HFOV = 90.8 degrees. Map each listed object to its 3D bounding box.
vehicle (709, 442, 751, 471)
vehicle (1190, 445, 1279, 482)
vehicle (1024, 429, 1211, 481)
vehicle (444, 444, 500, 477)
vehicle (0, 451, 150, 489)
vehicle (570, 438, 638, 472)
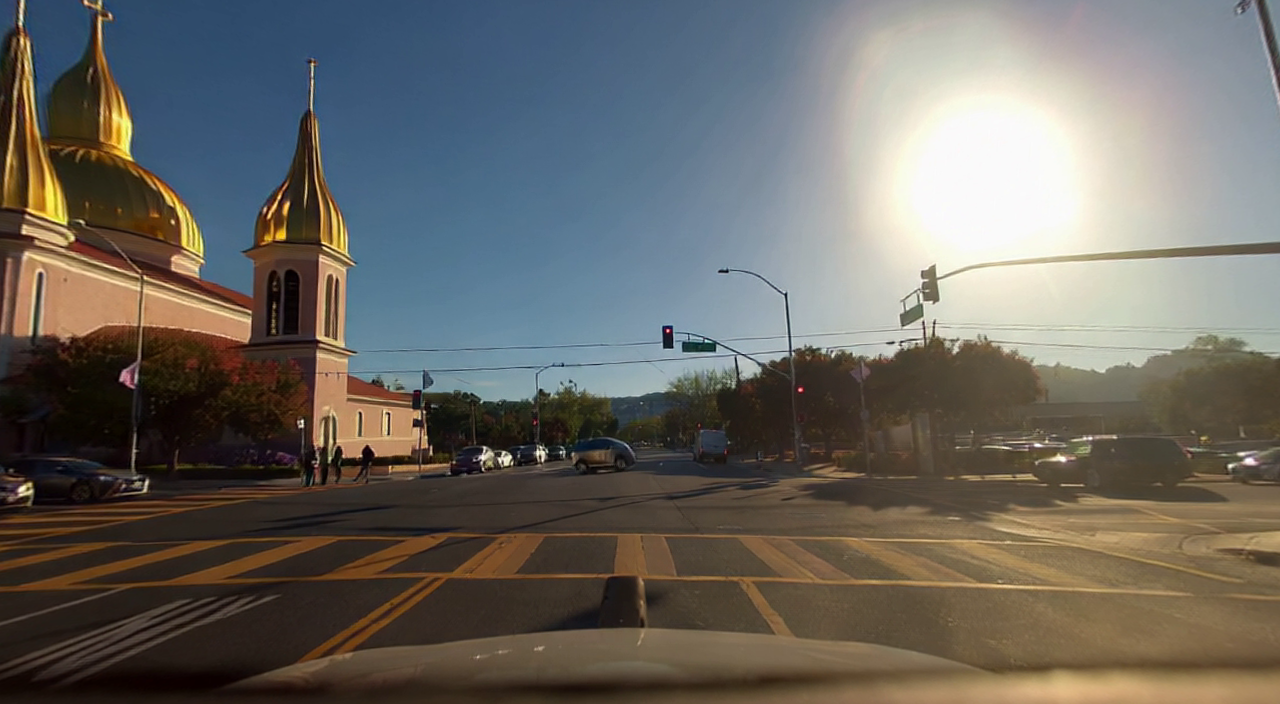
[{"bbox_3d":[5.835,6.851,41.509,1.969,1.776,4.329,0,-8,-2],"label":"vehicle"},{"bbox_3d":[26.389,4.680,26.676,4.561,1.475,1.850,0,-8,0],"label":"vehicle"},{"bbox_3d":[19.888,4.305,26.568,5.852,2.057,2.361,0,-8,0],"label":"vehicle"},{"bbox_3d":[-10.227,6.613,38.945,2.076,1.876,4.669,0,-8,1],"label":"vehicle"},{"bbox_3d":[-23.348,4.864,26.220,4.479,1.476,1.873,0,-8,1],"label":"vehicle"},{"bbox_3d":[-1.840,5.513,34.016,2.051,1.724,4.567,-3,-9,19],"label":"vehicle"}]
